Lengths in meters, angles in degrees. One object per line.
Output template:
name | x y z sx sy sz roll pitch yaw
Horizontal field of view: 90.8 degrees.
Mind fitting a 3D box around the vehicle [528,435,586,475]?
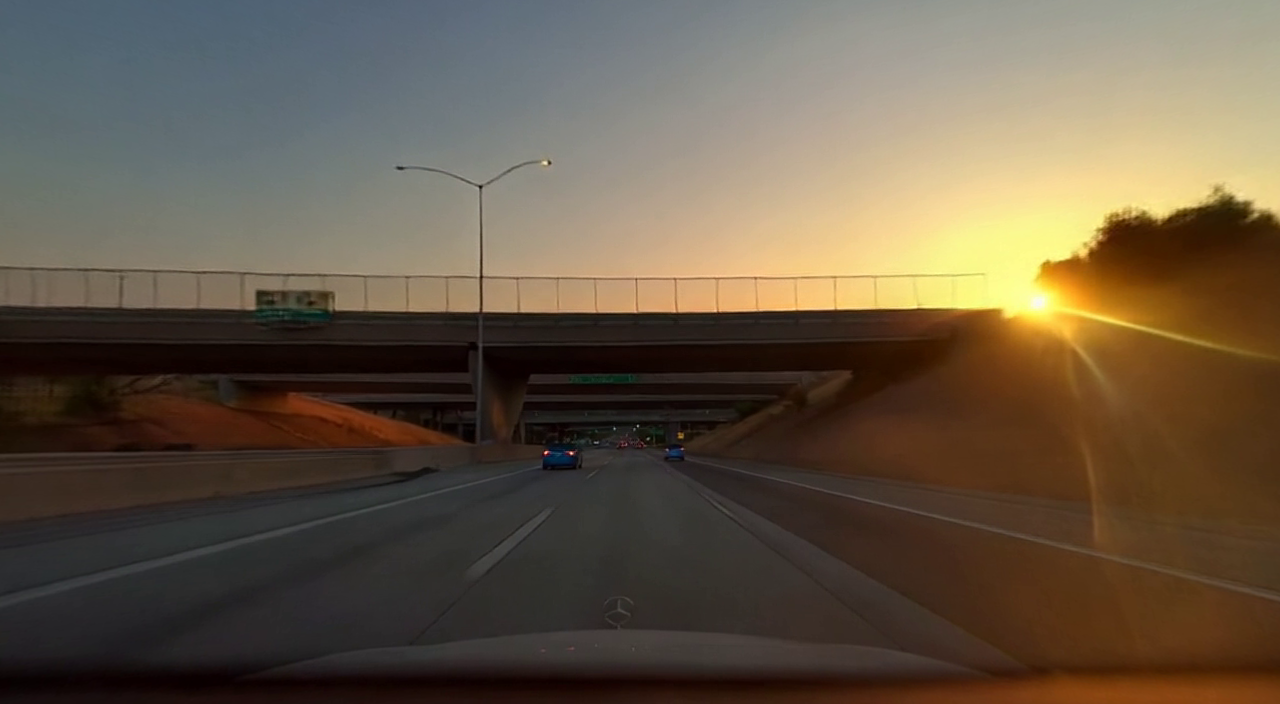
vehicle | -3.963 5.027 31.103 2.205 1.773 5.124 0 -9 0
